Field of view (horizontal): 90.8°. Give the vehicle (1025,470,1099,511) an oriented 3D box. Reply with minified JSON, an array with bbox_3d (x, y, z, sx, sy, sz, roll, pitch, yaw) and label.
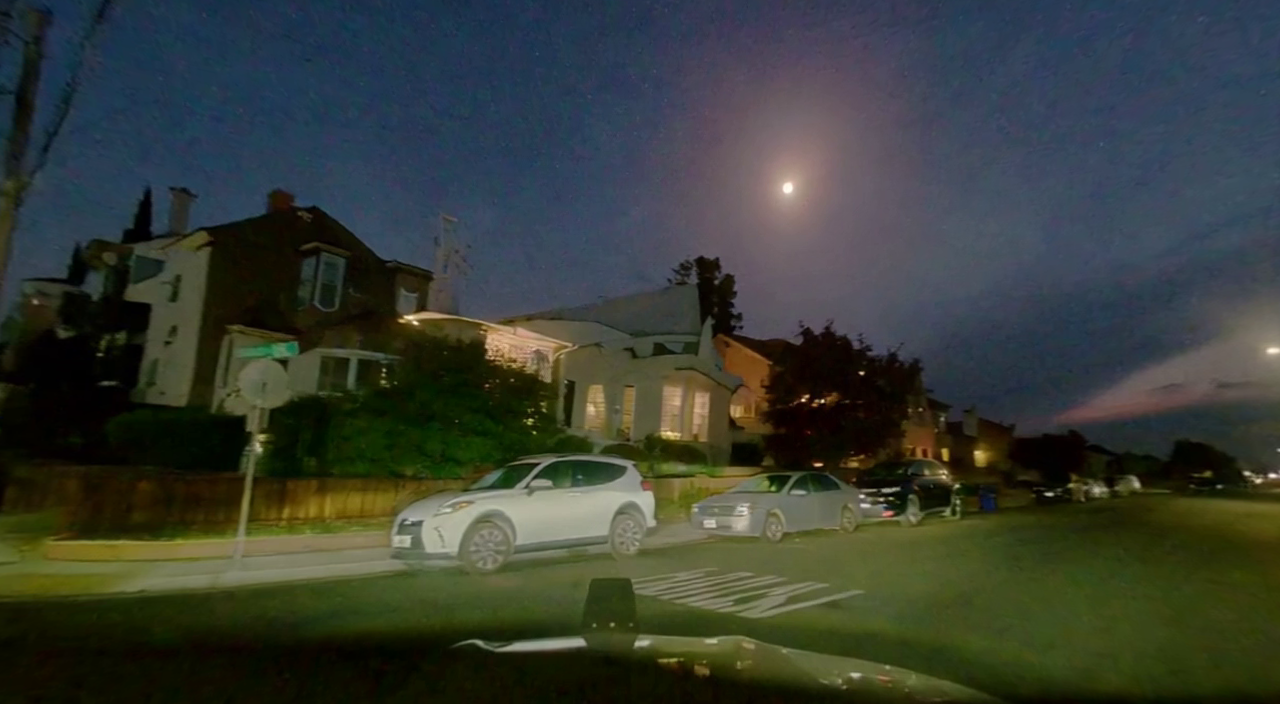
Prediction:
[{"bbox_3d":[20.325,6.555,30.345,1.971,1.648,4.638,-9,-12,44],"label":"vehicle"}]

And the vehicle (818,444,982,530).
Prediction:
[{"bbox_3d":[7.241,3.678,17.396,4.814,1.995,2.194,10,-16,-42],"label":"vehicle"}]

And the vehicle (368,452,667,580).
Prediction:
[{"bbox_3d":[-1.585,2.289,9.214,3.885,1.437,1.754,12,-16,-43],"label":"vehicle"}]

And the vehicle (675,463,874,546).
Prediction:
[{"bbox_3d":[2.936,3.128,13.271,4.407,1.427,1.823,11,-16,-42],"label":"vehicle"}]
